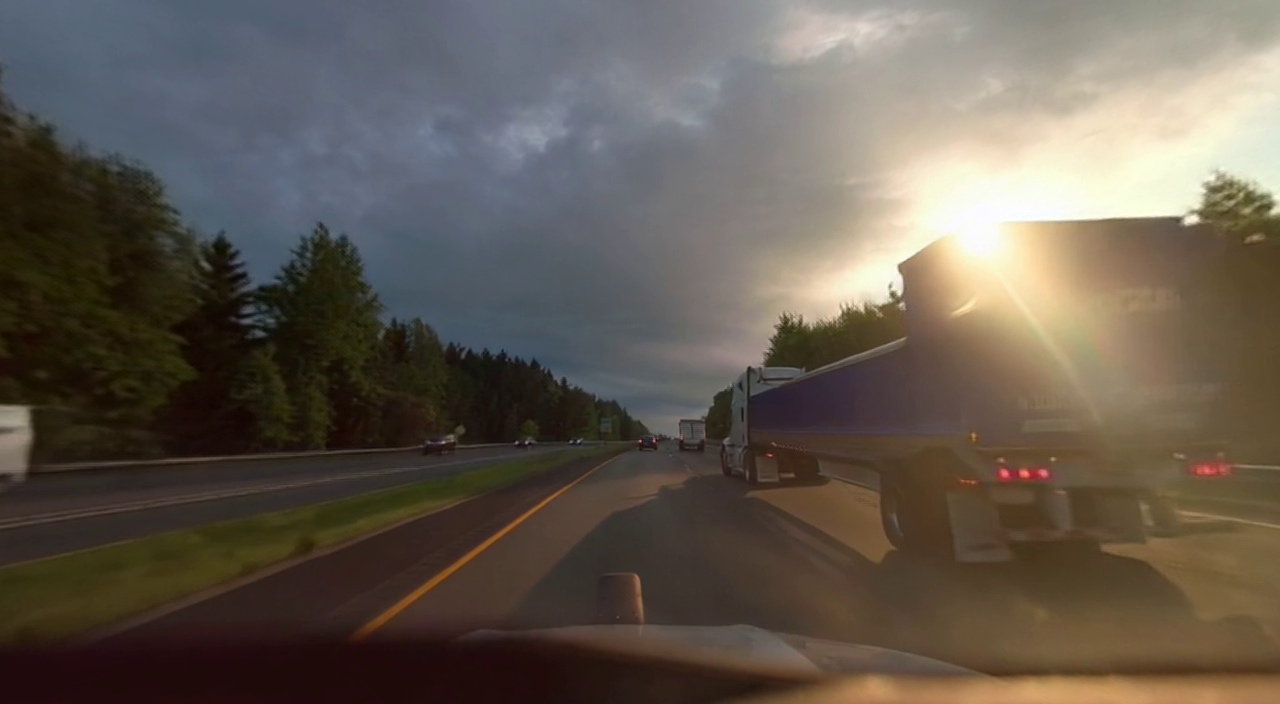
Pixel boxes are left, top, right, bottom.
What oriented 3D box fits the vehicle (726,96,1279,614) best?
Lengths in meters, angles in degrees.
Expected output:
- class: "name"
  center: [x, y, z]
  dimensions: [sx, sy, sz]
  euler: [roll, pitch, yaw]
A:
- class: "vehicle"
  center: [4.303, 0.817, 11.774]
  dimensions: [3.171, 4.072, 13.784]
  euler: [0, -8, -1]
